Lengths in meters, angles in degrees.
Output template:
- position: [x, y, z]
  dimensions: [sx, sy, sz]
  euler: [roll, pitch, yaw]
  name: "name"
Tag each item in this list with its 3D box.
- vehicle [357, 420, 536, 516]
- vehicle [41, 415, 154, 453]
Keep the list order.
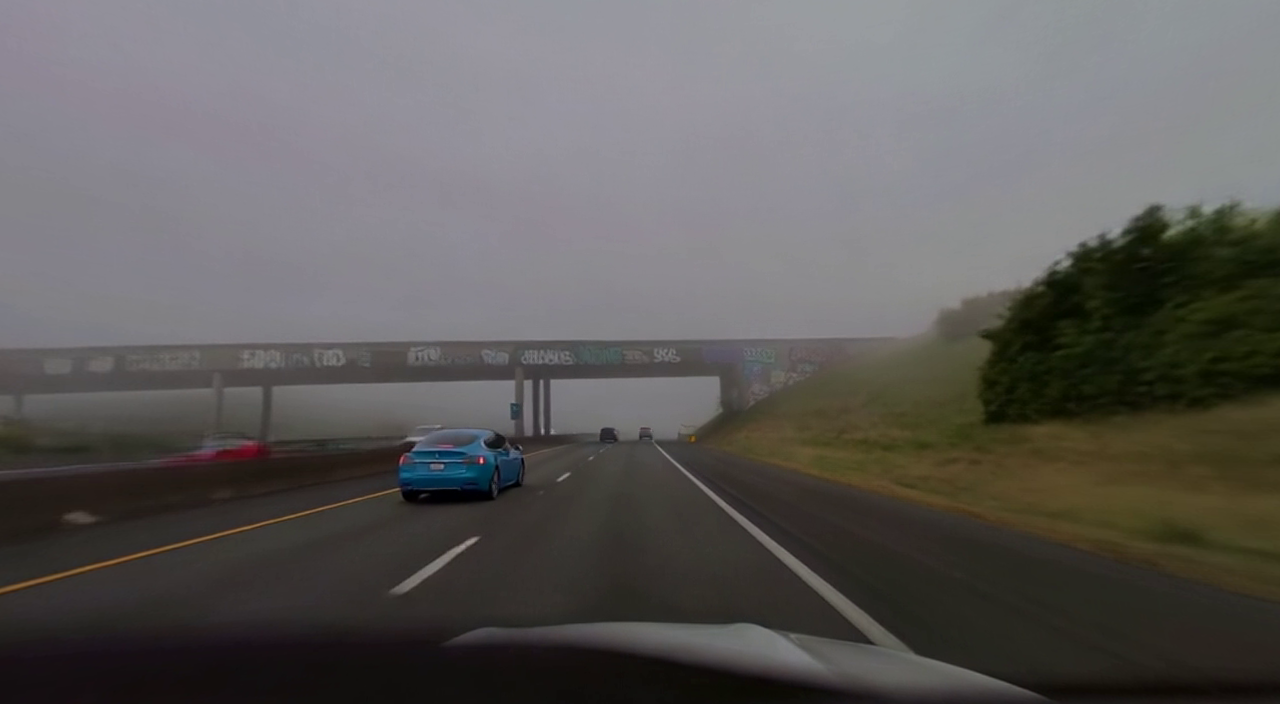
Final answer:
- position: [-3.558, 2.212, 12.643]
  dimensions: [2.108, 1.555, 4.574]
  euler: [0, -8, 0]
  name: "vehicle"
- position: [-27.252, 4.118, 31.703]
  dimensions: [4.288, 1.842, 1.943]
  euler: [-1, -8, 12]
  name: "vehicle"
